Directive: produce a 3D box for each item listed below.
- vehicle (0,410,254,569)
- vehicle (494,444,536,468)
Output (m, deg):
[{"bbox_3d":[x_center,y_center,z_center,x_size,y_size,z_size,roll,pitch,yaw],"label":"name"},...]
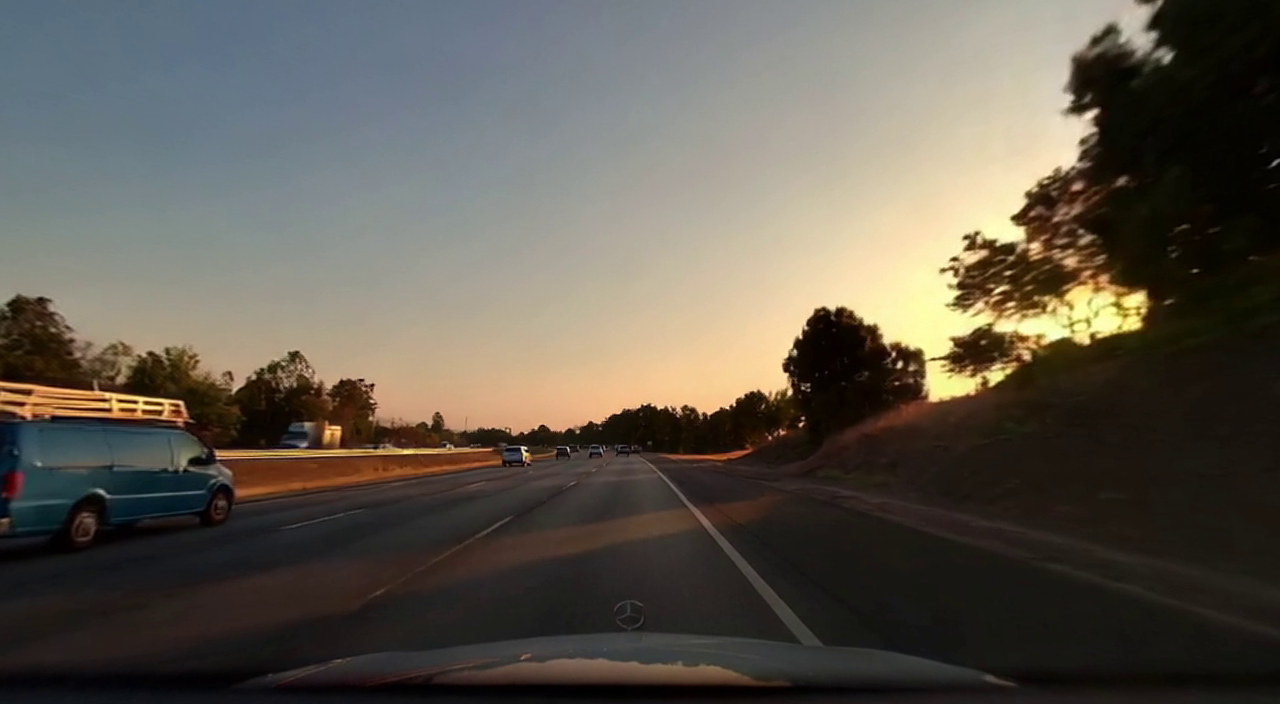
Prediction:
[{"bbox_3d":[-8.190,1.865,9.186,2.093,1.752,4.771,0,-9,0],"label":"vehicle"},{"bbox_3d":[-8.339,6.991,42.495,1.958,1.499,4.437,0,-9,0],"label":"vehicle"}]
